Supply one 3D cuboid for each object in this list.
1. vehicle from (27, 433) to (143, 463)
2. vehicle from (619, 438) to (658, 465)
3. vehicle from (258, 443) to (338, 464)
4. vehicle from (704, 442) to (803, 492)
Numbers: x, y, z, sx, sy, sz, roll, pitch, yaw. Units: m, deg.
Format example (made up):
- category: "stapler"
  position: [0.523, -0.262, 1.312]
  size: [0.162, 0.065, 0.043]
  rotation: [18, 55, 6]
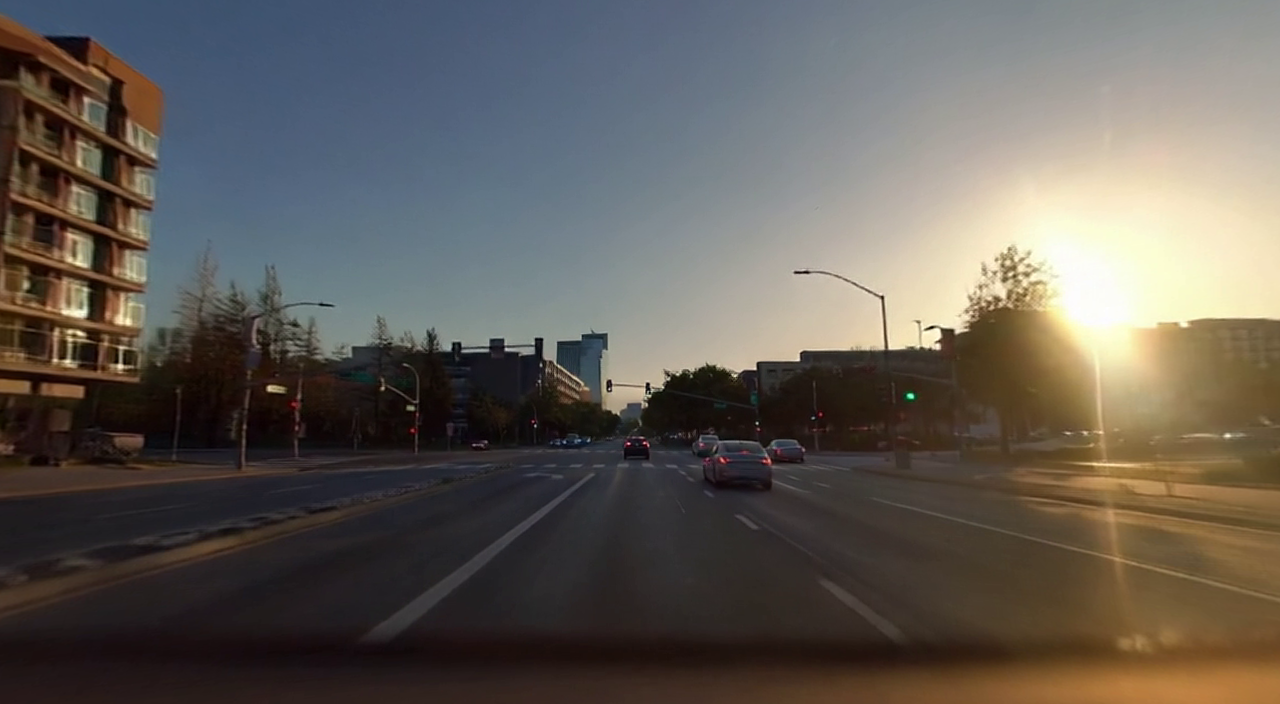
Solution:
- category: "vehicle"
  position: [-29.903, 5.193, 34.134]
  size: [4.469, 1.501, 1.990]
  rotation: [-1, -9, 3]
- category: "vehicle"
  position: [-0.077, 5.759, 36.847]
  size: [2.143, 1.480, 4.006]
  rotation: [0, -8, -1]
- category: "vehicle"
  position: [-25.200, 7.469, 46.665]
  size: [4.751, 1.501, 2.147]
  rotation: [-1, -8, 5]
- category: "vehicle"
  position: [3.286, 3.422, 19.280]
  size: [2.080, 1.321, 4.382]
  rotation: [0, -8, -2]
